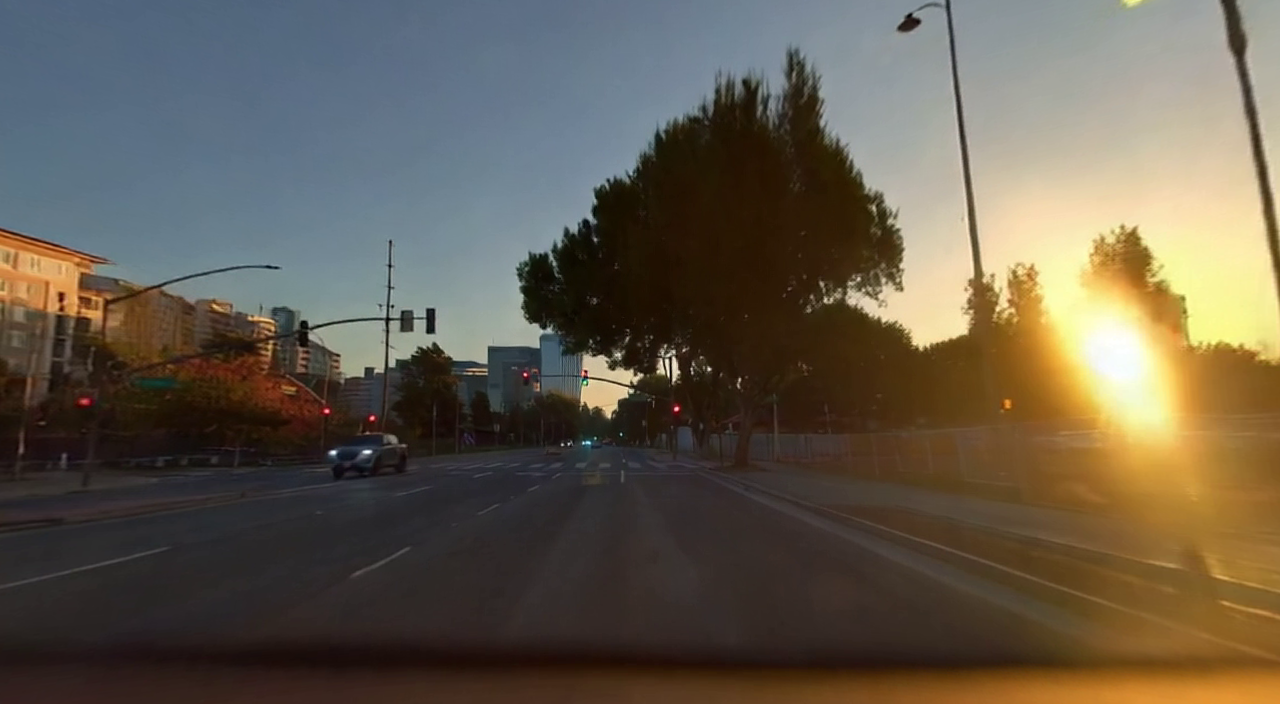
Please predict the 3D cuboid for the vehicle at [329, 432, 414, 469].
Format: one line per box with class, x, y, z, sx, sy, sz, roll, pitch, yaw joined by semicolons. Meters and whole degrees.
vehicle;-15.084;5.590;35.823;2.437;1.910;5.780;0;-9;-2
